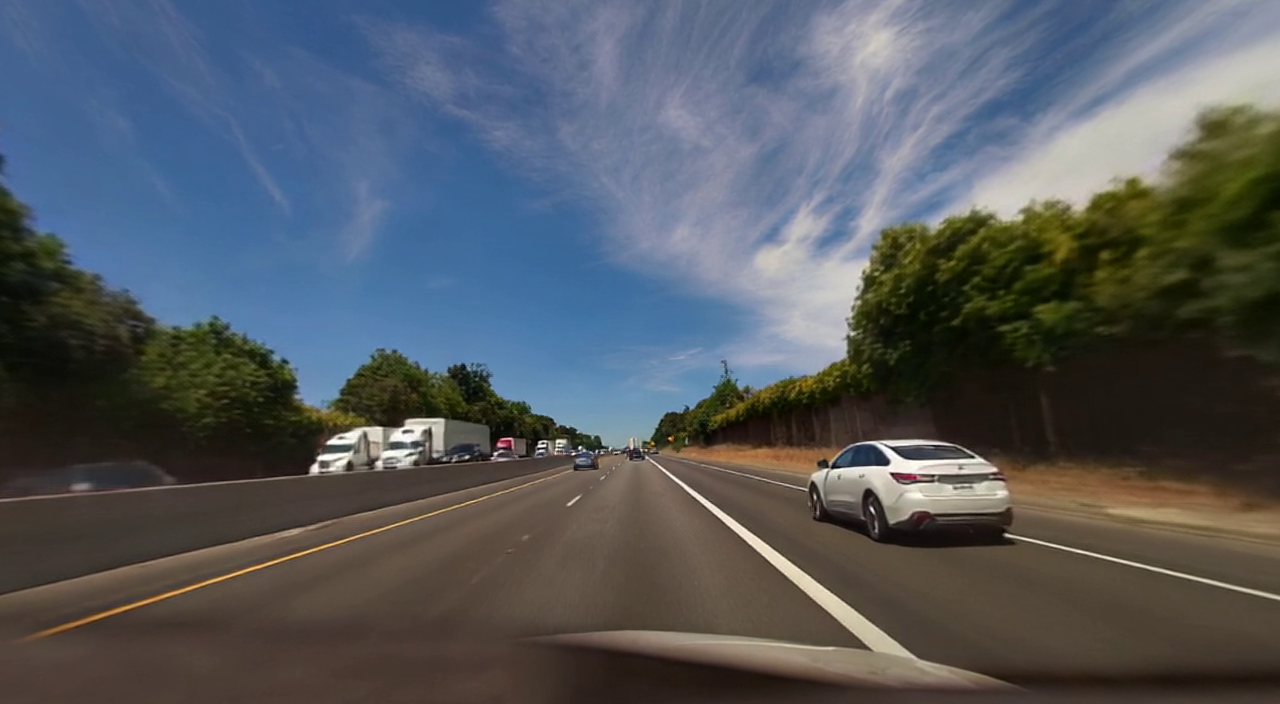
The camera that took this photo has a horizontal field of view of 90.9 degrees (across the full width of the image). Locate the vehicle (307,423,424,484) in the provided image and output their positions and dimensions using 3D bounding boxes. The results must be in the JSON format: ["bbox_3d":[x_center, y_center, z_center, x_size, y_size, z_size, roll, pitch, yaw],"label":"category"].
[{"bbox_3d":[-20.097,7.659,47.557,3.192,3.940,12.557,0,-9,0],"label":"vehicle"}]

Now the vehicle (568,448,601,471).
[{"bbox_3d":[-3.811,7.447,43.794,1.978,1.539,3.924,0,-9,0],"label":"vehicle"}]

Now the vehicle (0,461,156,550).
[{"bbox_3d":[-12.563,3.092,13.209,1.783,1.511,3.874,0,-9,-1],"label":"vehicle"}]

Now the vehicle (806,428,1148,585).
[{"bbox_3d":[3.879,1.851,8.402,2.053,1.504,4.386,0,-9,-1],"label":"vehicle"}]

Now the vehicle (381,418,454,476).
[{"bbox_3d":[-16.042,6.930,45.962,2.995,3.939,6.212,0,-9,-1],"label":"vehicle"}]
